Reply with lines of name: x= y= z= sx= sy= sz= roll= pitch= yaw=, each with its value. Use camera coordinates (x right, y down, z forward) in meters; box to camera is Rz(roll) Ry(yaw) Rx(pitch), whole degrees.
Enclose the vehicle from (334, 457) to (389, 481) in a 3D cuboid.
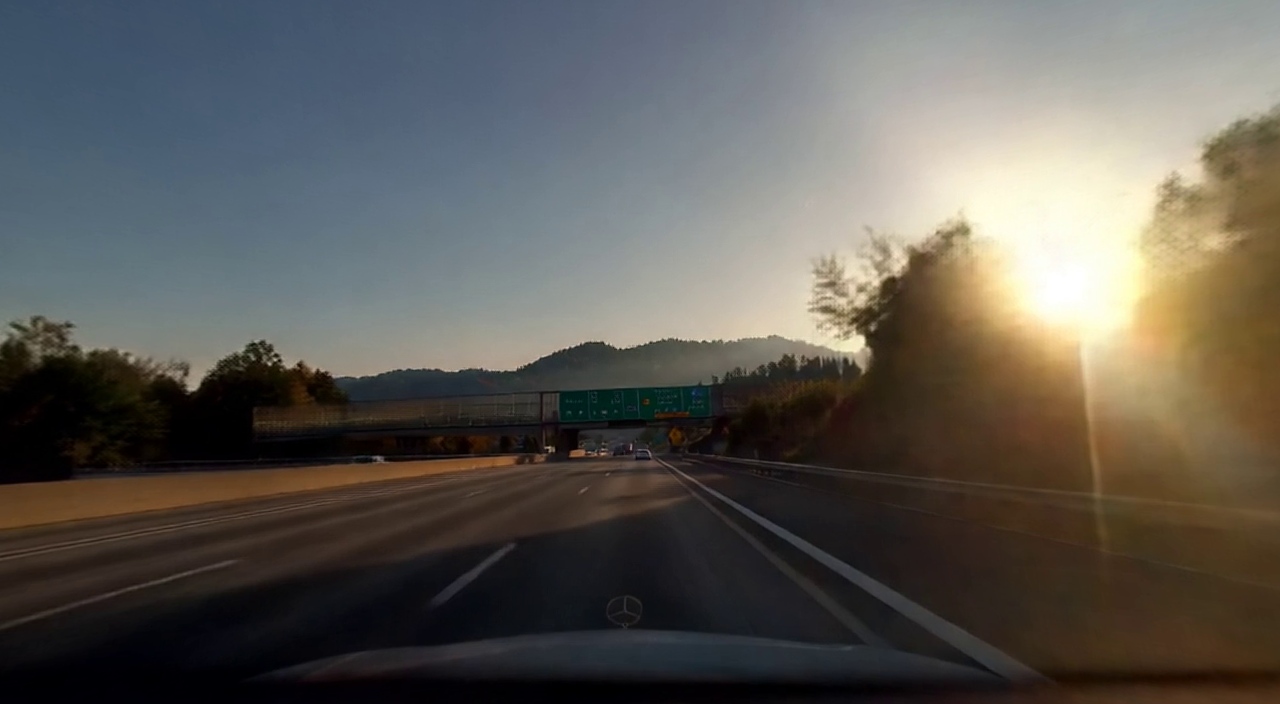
vehicle: x=-18.737 y=7.877 z=42.600 sx=1.854 sy=1.464 sz=3.924 roll=0 pitch=-9 yaw=0
